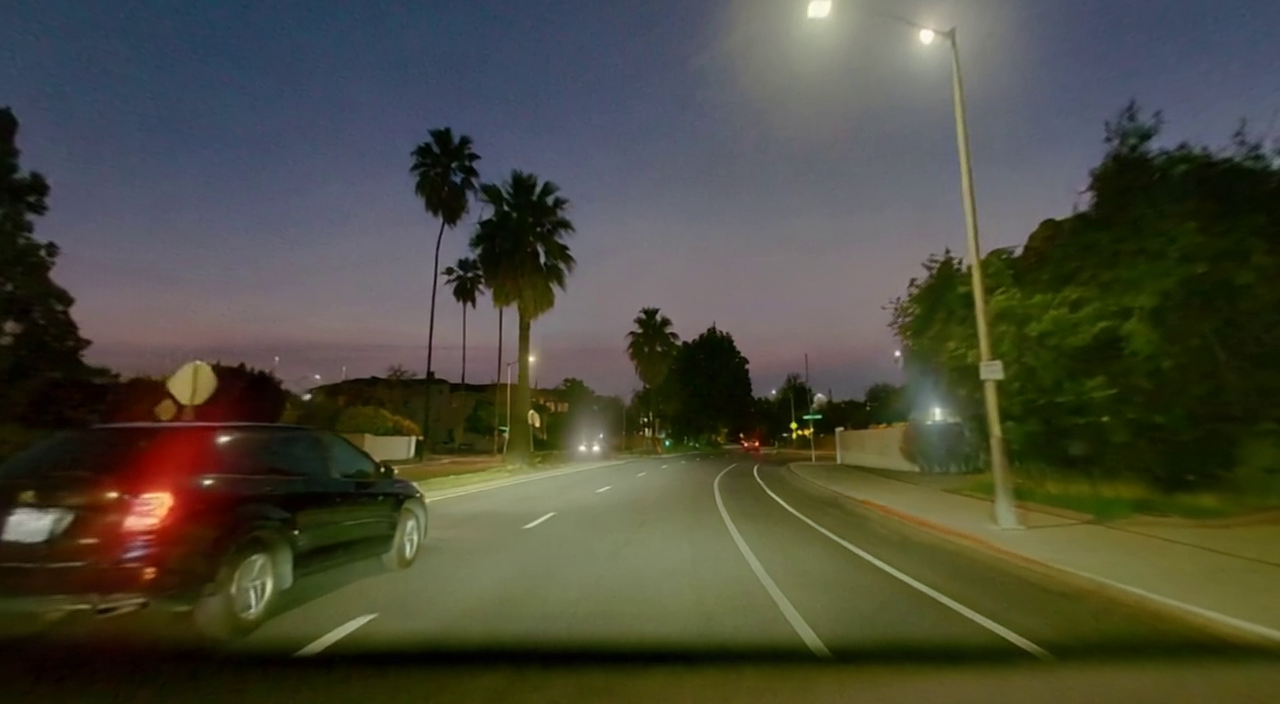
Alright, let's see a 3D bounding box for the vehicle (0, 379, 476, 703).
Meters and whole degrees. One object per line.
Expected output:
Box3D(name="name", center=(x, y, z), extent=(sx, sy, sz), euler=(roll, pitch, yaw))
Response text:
Box3D(name="vehicle", center=(-3.220, 1.230, 5.409), extent=(2.075, 1.498, 4.730), euler=(0, -9, 4))
